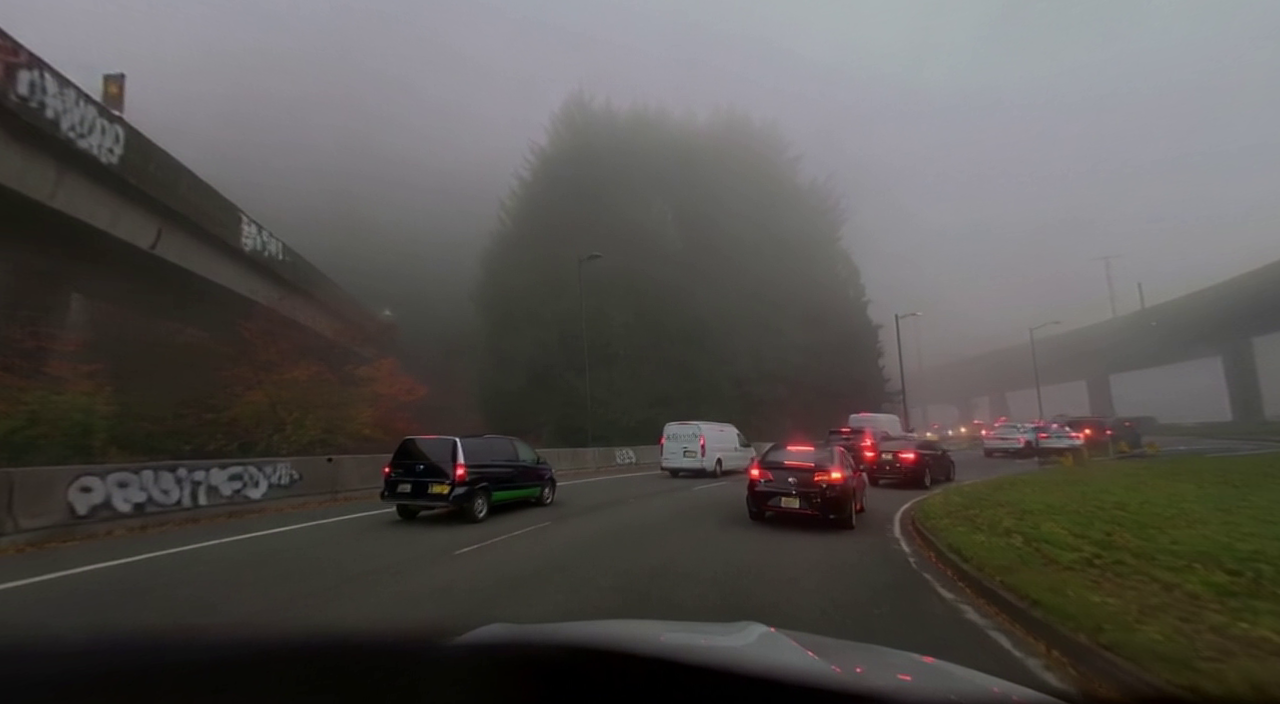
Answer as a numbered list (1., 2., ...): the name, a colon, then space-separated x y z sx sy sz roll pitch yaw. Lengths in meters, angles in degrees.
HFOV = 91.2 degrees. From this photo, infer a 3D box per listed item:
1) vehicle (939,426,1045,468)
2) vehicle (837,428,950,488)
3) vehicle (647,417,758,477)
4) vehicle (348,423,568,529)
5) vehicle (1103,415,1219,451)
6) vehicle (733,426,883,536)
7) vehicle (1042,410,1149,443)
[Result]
1. vehicle: 13.546 3.648 24.070 3.902 1.446 1.780 5 -10 -32
2. vehicle: 7.455 3.035 18.198 1.830 1.519 4.253 -7 -11 38
3. vehicle: 2.200 3.210 21.168 1.835 1.825 4.005 -7 -11 37
4. vehicle: -3.035 2.184 11.528 1.921 1.554 4.081 -3 -9 17
5. vehicle: 22.761 3.569 27.434 3.934 1.485 1.763 2 -9 -14
6. vehicle: 3.065 2.126 10.883 2.064 1.515 3.722 -4 -10 21
7. vehicle: 23.716 3.923 32.704 4.309 1.613 1.909 1 -9 -9
